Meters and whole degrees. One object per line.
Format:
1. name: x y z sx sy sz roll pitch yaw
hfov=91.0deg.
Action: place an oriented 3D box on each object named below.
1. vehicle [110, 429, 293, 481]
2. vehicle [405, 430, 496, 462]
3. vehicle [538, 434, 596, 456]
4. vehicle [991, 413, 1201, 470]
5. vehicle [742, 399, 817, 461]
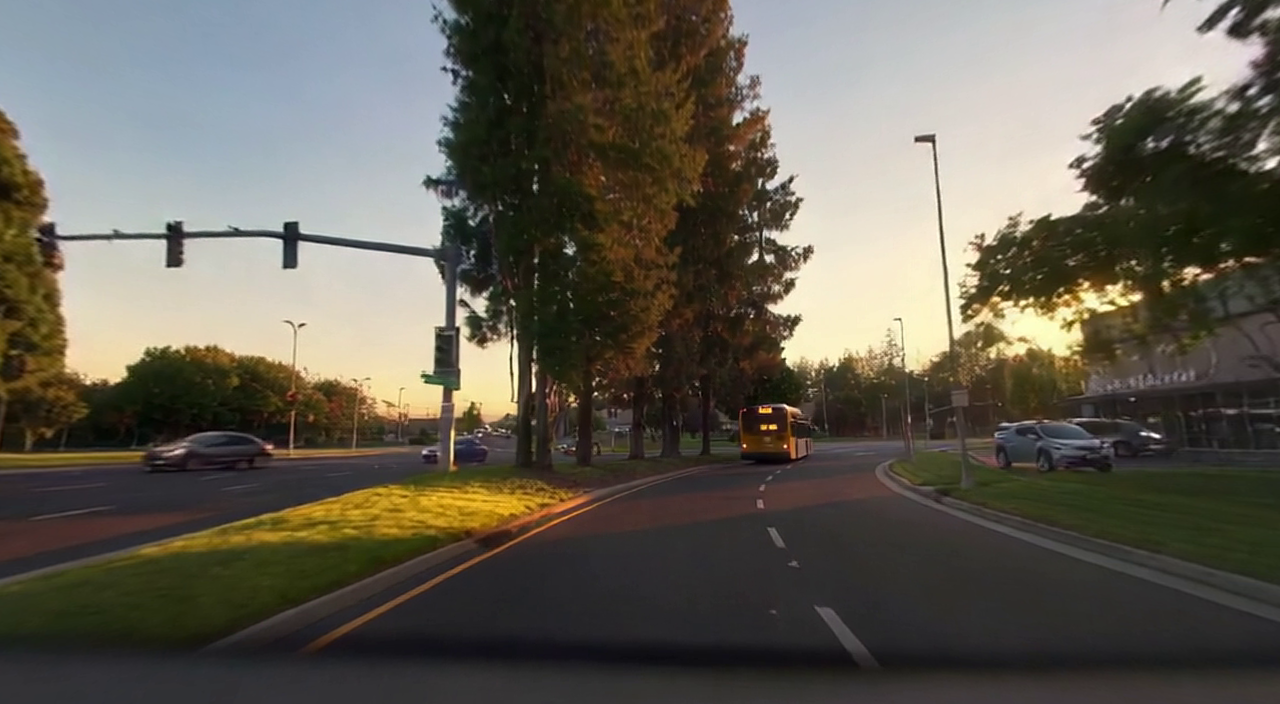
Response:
1. vehicle: -14.264 3.350 20.807 1.854 1.484 4.526 -5 -9 27
2. vehicle: -10.277 5.129 34.529 2.054 1.607 4.615 -5 -9 27
3. vehicle: -5.113 6.598 44.806 1.887 1.494 4.443 -5 -9 29
4. vehicle: 16.793 3.385 23.667 5.856 1.945 2.183 -3 -9 19
5. vehicle: 9.251 5.137 40.690 3.031 3.429 11.005 -3 -9 21
